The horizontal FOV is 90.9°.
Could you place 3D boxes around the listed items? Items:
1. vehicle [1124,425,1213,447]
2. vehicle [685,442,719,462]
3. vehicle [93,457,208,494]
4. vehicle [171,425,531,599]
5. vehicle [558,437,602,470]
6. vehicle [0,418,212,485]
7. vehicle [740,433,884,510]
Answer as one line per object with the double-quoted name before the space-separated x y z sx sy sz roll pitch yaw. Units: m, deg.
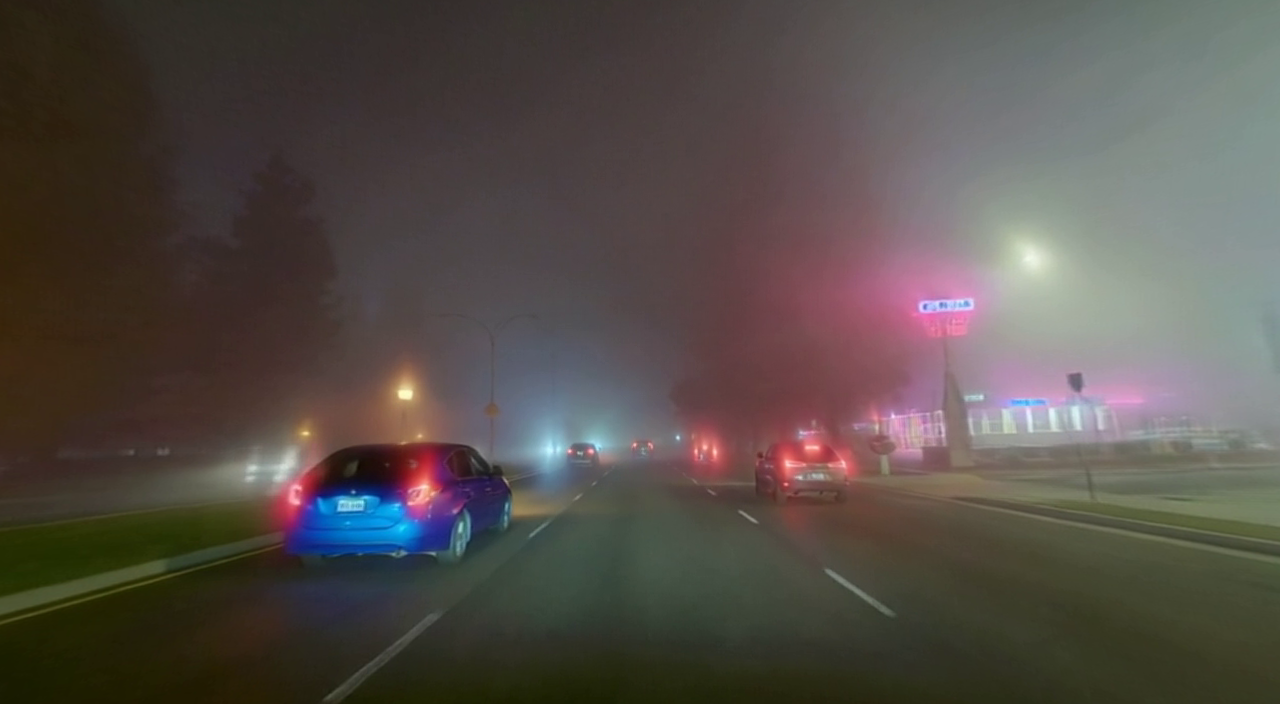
"vehicle" 37.747 6.041 45.104 4.451 1.479 1.961 -1 -8 2
"vehicle" 4.555 7.410 46.832 1.996 1.443 4.270 0 -8 -1
"vehicle" -22.170 5.574 28.794 1.822 1.483 4.236 0 -8 1
"vehicle" -2.914 1.734 7.910 2.082 1.460 4.922 0 -8 1
"vehicle" -3.275 5.667 35.479 1.981 1.731 4.360 0 -8 1
"vehicle" -29.843 5.566 35.484 8.970 3.504 3.159 0 -8 0
"vehicle" 3.766 2.706 14.819 2.036 1.480 4.659 0 -8 -1
